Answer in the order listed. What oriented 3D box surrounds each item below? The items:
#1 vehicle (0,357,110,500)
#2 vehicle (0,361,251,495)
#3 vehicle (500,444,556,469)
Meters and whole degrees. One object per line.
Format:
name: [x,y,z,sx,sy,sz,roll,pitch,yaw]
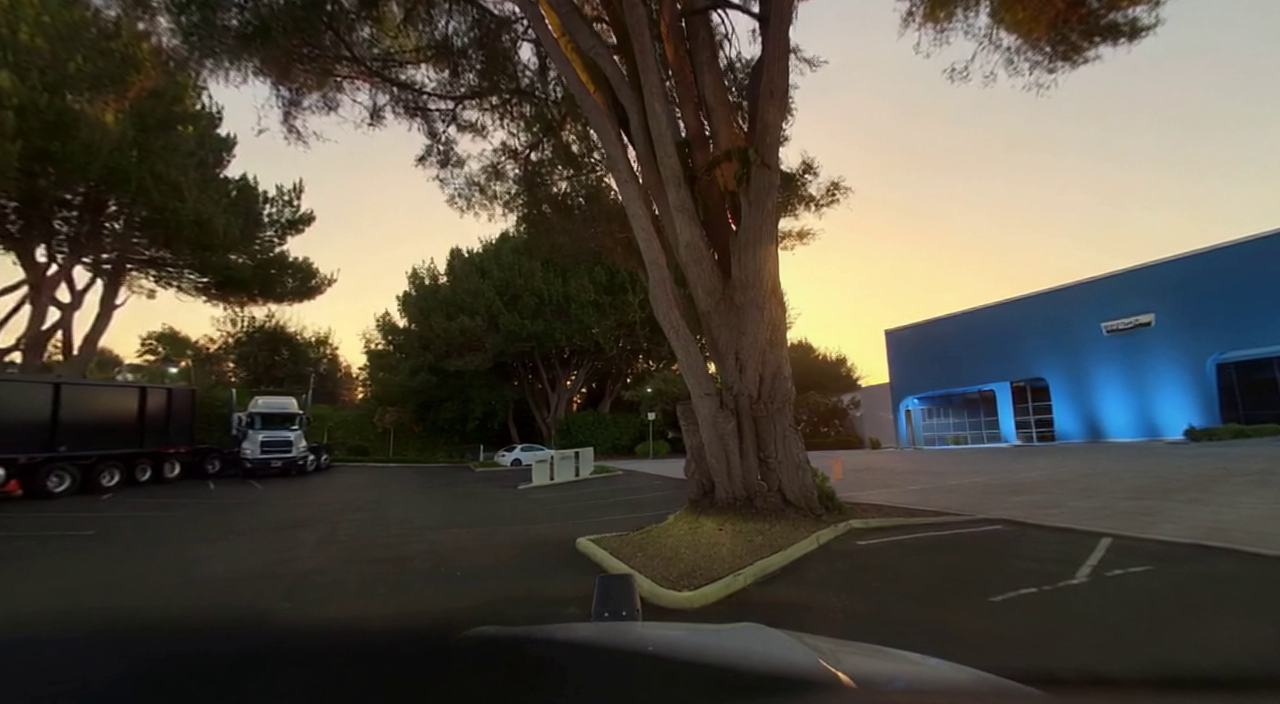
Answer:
vehicle: [-22.107,2.641,20.624,11.512,3.871,3.038,-5,-10,29]
vehicle: [-19.598,2.967,23.274,11.906,4.069,2.948,-5,-10,28]
vehicle: [-7.026,6.571,39.834,1.809,1.506,3.473,-4,-10,24]
